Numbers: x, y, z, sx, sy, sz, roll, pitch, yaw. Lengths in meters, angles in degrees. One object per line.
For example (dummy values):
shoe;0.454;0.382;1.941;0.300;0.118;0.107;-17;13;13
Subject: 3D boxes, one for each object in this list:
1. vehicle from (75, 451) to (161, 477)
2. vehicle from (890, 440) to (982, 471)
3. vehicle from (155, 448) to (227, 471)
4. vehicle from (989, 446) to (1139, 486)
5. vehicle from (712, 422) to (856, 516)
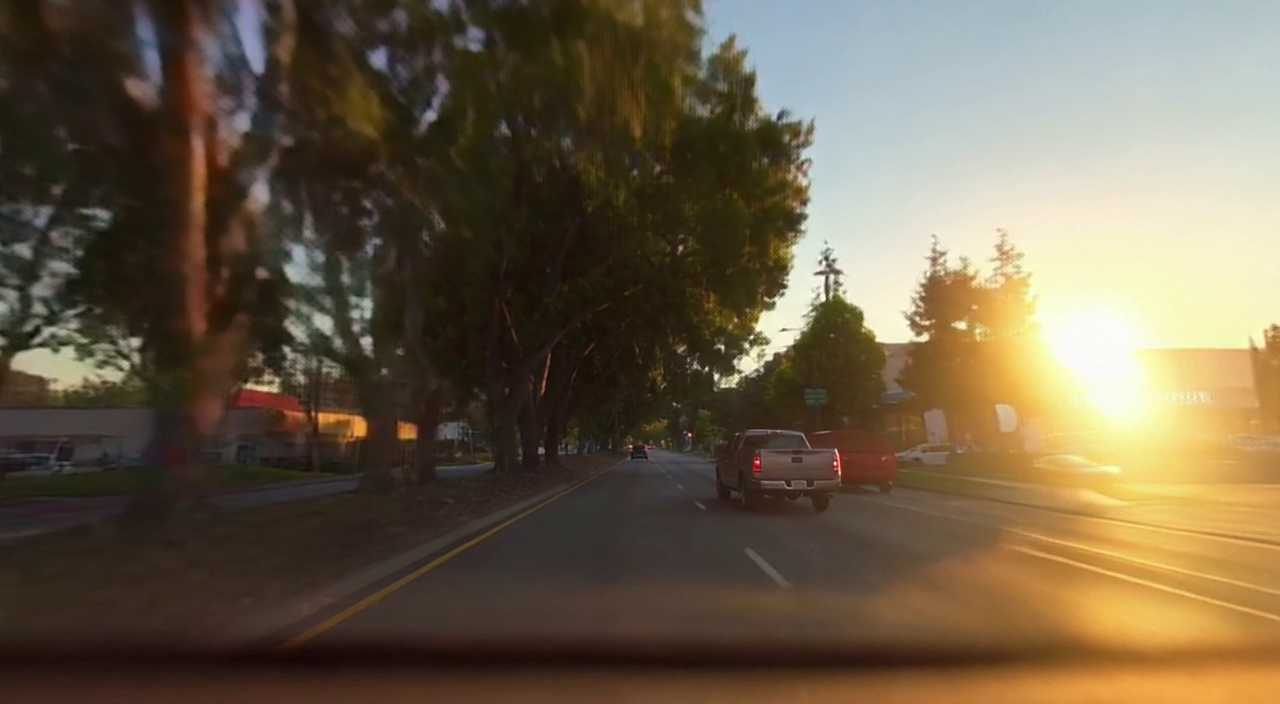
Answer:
vehicle;-29.670;6.387;35.989;3.386;1.402;1.598;0;-9;-2
vehicle;17.635;6.183;37.887;4.747;1.761;2.043;-4;-9;22
vehicle;-29.414;7.017;41.432;3.413;1.459;1.669;0;-9;0
vehicle;17.003;4.573;25.685;4.721;1.462;2.028;-4;-9;25
vehicle;3.140;2.707;15.163;2.138;1.836;5.245;0;-9;-1
